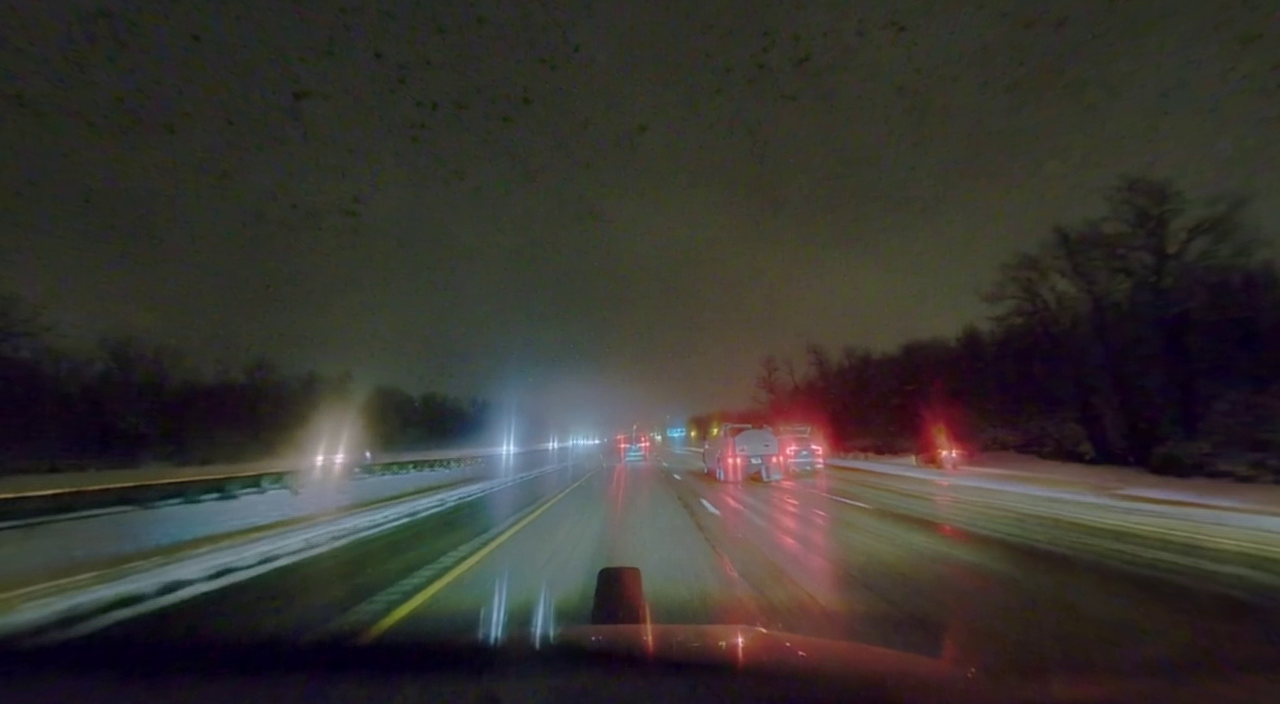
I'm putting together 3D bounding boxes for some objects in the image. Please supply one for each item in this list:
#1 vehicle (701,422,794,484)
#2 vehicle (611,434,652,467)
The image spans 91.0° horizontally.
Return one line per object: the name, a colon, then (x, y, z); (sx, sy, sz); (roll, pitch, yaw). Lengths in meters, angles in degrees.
vehicle: (3.449, 3.396, 21.251); (2.269, 1.839, 4.554); (0, -9, -1)
vehicle: (-0.434, 5.442, 34.745); (2.142, 1.664, 4.076); (0, -9, 0)
